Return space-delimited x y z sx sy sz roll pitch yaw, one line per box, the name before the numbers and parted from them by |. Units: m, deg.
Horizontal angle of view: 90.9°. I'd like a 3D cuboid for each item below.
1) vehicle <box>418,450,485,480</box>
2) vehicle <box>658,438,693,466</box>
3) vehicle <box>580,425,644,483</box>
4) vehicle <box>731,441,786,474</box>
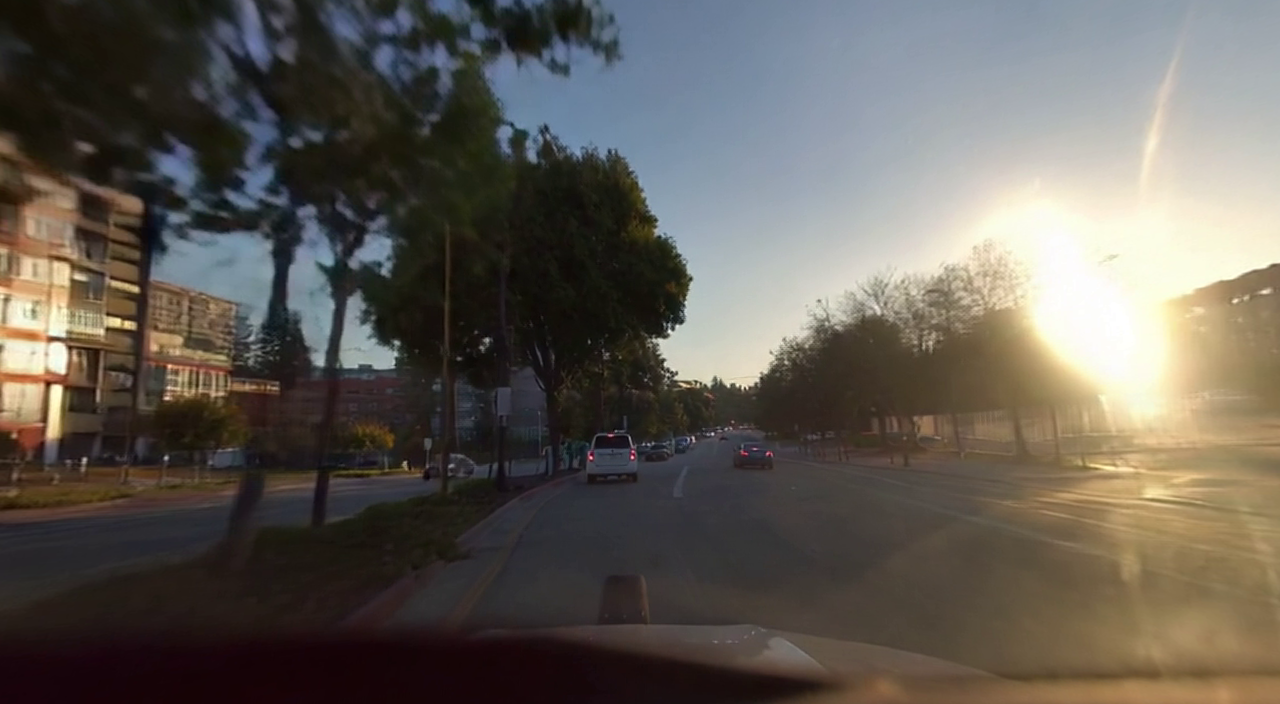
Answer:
vehicle | -10.064 6.076 34.069 1.965 1.486 4.494 -1 -9 4
vehicle | 2.496 6.934 43.728 2.222 1.841 4.031 -1 -9 5
vehicle | -1.064 4.212 26.127 2.396 2.143 4.824 0 -9 -1
vehicle | 5.865 5.297 31.783 2.075 1.486 4.316 -1 -9 2
